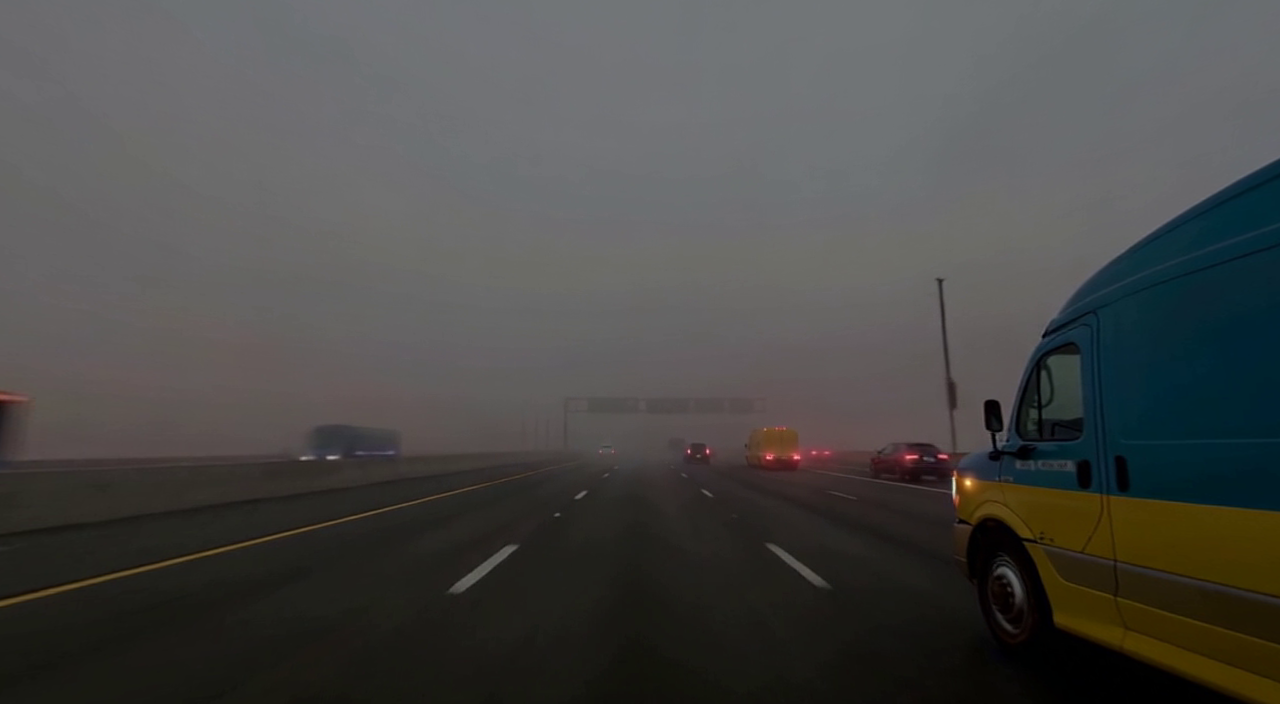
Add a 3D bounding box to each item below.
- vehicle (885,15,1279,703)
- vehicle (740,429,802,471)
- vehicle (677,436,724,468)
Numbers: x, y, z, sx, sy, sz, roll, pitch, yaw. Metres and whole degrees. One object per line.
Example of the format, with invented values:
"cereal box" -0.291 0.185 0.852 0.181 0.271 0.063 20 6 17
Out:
"vehicle" 3.369 0.197 1.736 2.436 2.745 7.034 0 -8 -1
"vehicle" 7.412 5.633 36.265 2.301 2.203 5.419 0 -8 -1
"vehicle" 3.915 6.600 41.859 2.464 1.961 5.520 0 -8 -1
